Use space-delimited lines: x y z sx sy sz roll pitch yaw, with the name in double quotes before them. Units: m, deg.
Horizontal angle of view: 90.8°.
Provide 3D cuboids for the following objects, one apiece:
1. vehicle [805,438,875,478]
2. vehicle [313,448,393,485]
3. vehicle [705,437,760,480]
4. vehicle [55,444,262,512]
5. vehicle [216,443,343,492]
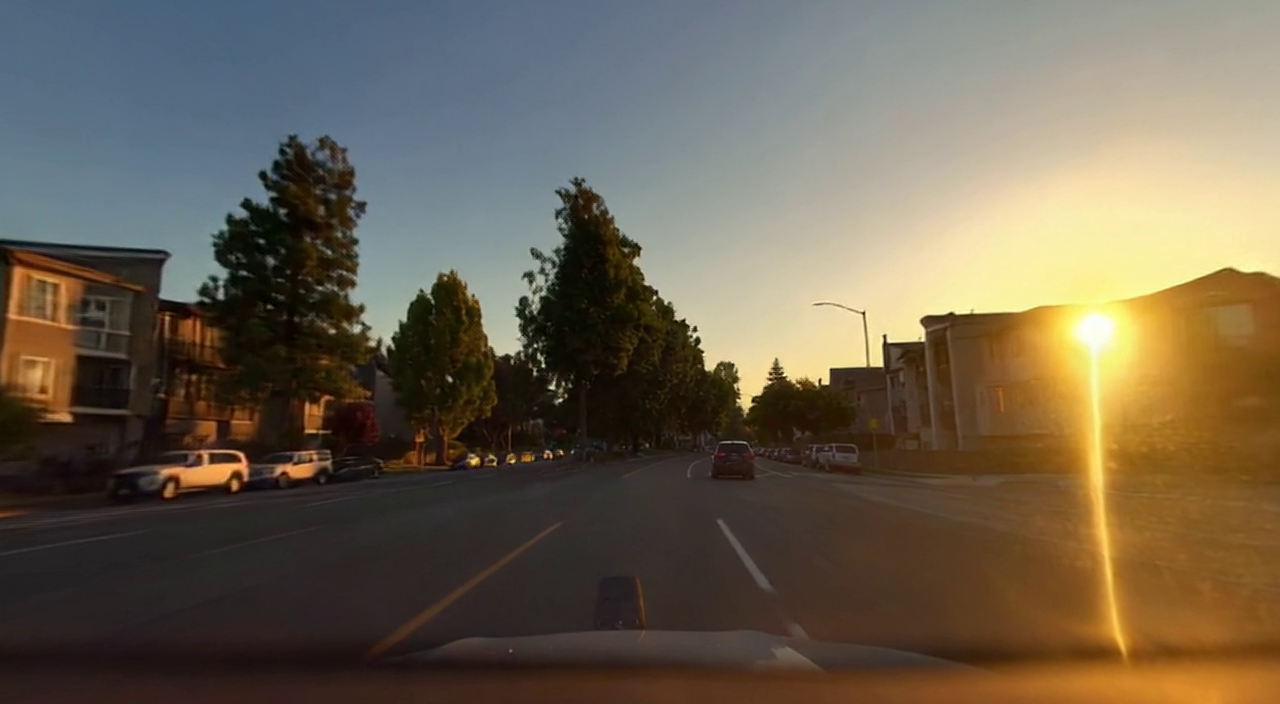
"vehicle" 11.173 5.952 35.828 2.460 2.002 5.900 -1 -8 5
"vehicle" -15.763 6.254 34.956 2.014 1.734 4.651 -2 -8 4
"vehicle" 4.118 4.824 28.932 2.085 1.763 4.490 -1 -8 3
"vehicle" -16.605 4.309 22.452 2.239 1.926 6.159 -2 -8 4
"vehicle" -16.347 5.223 29.155 2.194 2.022 5.828 -1 -8 3
